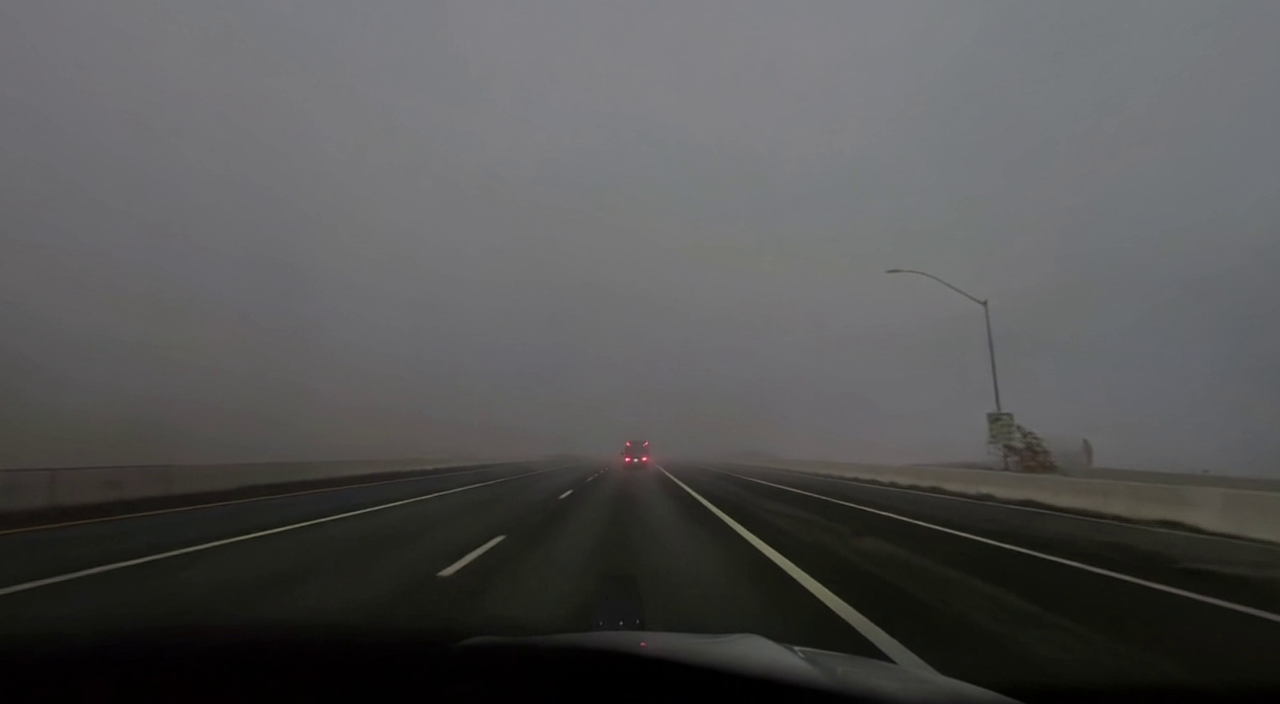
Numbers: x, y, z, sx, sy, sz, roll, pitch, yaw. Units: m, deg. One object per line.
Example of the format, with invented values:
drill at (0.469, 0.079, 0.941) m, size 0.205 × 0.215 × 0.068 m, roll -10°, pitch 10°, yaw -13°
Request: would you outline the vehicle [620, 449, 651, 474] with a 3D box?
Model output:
vehicle at (-0.224, 6.519, 37.756) m, size 1.695 × 1.437 × 3.506 m, roll 0°, pitch -9°, yaw 2°
